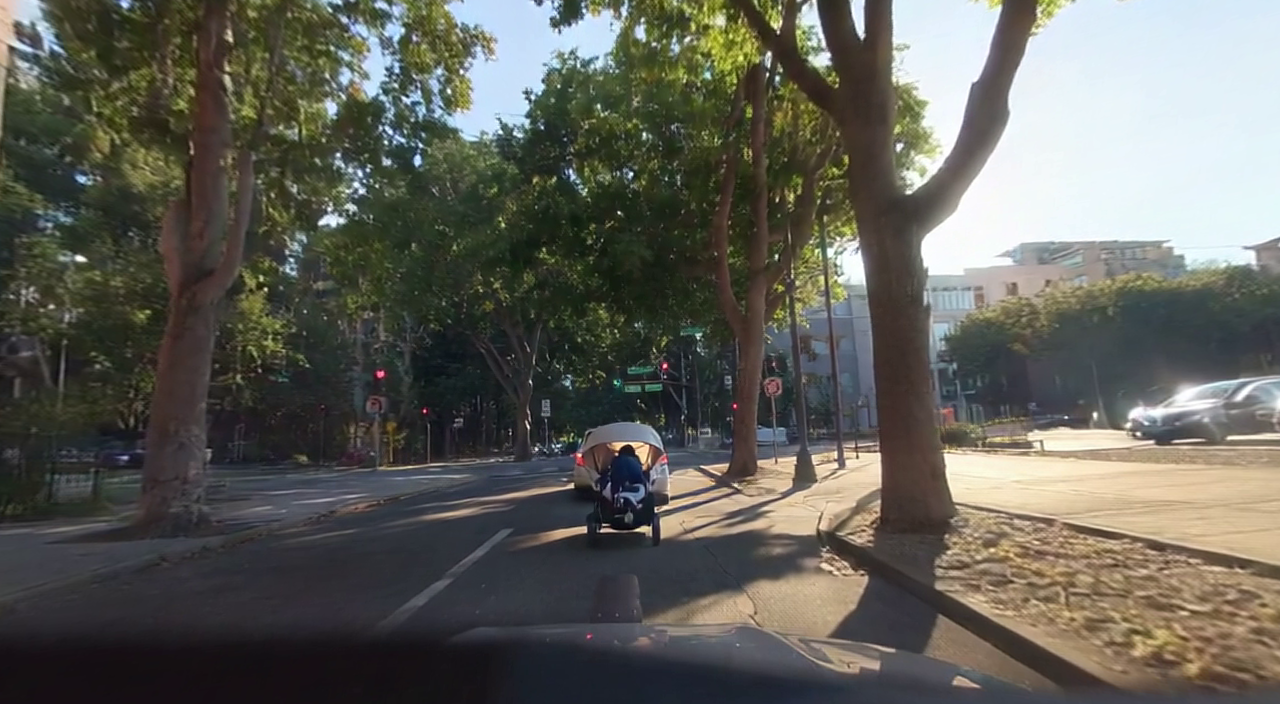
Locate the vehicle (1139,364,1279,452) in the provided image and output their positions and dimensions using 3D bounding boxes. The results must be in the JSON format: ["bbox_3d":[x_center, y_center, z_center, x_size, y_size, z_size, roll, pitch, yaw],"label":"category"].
[{"bbox_3d":[14.494,1.320,14.499,4.104,1.886,1.939,-2,-8,9],"label":"vehicle"}]

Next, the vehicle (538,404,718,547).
[{"bbox_3d":[-0.121,1.760,9.510,2.142,1.686,3.816,-1,-8,1],"label":"vehicle"}]
